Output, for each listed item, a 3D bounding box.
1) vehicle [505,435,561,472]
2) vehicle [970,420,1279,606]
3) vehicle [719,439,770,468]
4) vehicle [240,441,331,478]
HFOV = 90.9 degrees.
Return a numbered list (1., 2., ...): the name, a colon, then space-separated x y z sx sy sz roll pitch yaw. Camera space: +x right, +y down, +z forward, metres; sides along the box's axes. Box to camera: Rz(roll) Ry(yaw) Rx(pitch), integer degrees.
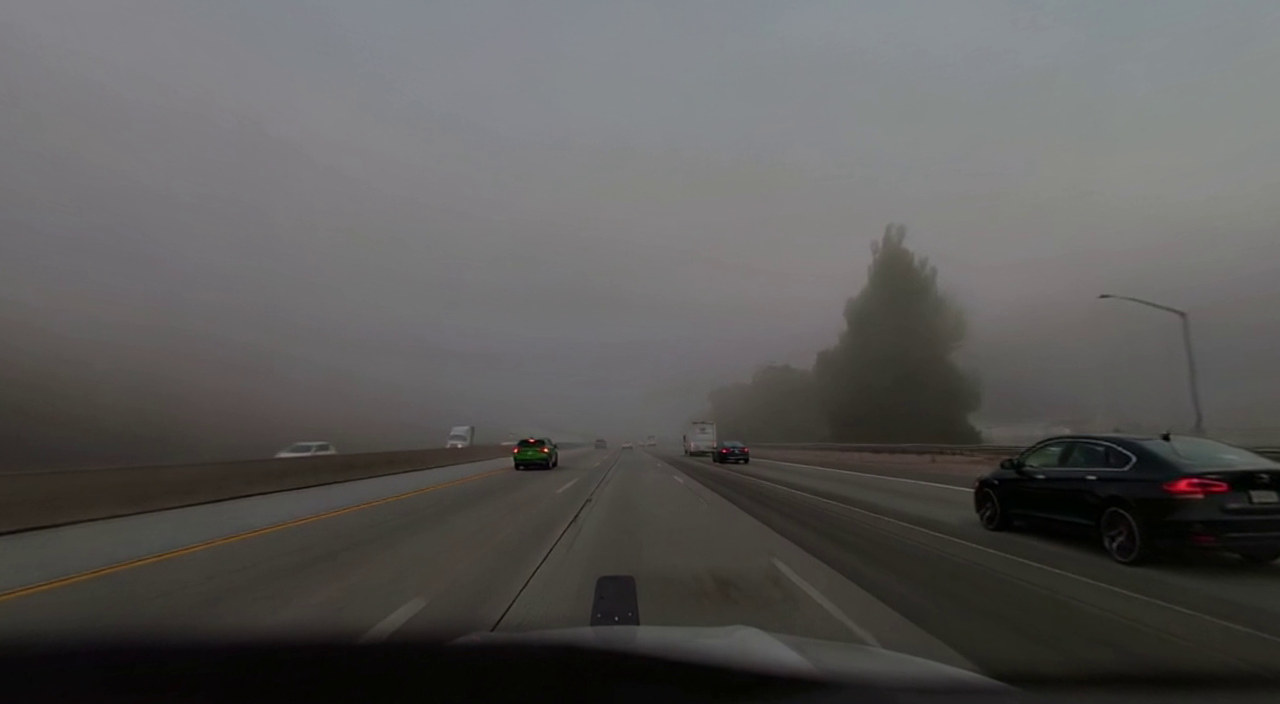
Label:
1. vehicle: -4.933 4.705 29.555 1.966 1.570 3.859 0 -8 -1
2. vehicle: 5.993 1.589 7.269 2.028 1.488 4.236 0 -8 -1
3. vehicle: 5.428 5.302 33.280 1.920 1.436 3.890 0 -8 -2
4. vehicle: -17.269 5.226 30.952 1.943 1.648 4.322 0 -8 0
